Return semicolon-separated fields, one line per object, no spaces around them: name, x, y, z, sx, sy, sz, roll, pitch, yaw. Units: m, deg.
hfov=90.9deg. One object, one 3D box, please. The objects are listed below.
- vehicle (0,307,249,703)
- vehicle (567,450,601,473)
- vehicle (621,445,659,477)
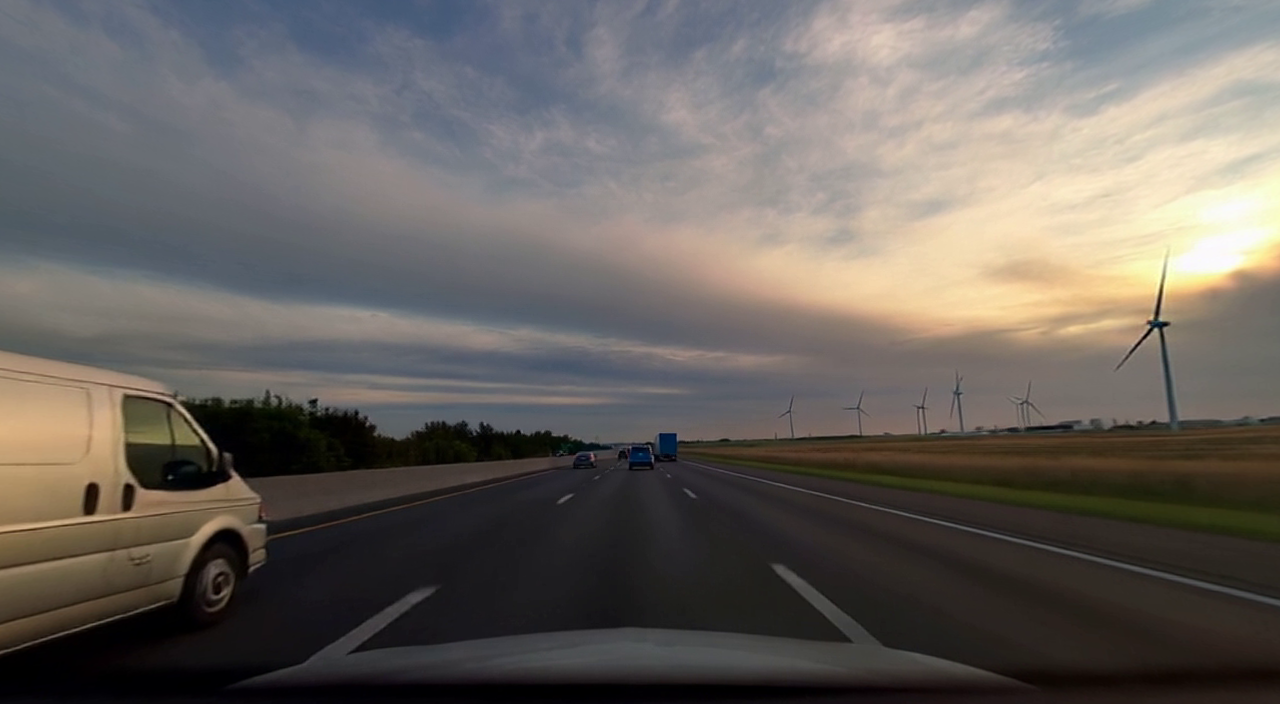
vehicle;-4.139;0.711;2.432;2.238;1.984;4.650;0;-9;0
vehicle;-3.875;7.656;44.345;1.984;1.491;4.341;0;-9;0
vehicle;-0.018;6.303;36.676;2.083;1.689;4.083;0;-9;-1
